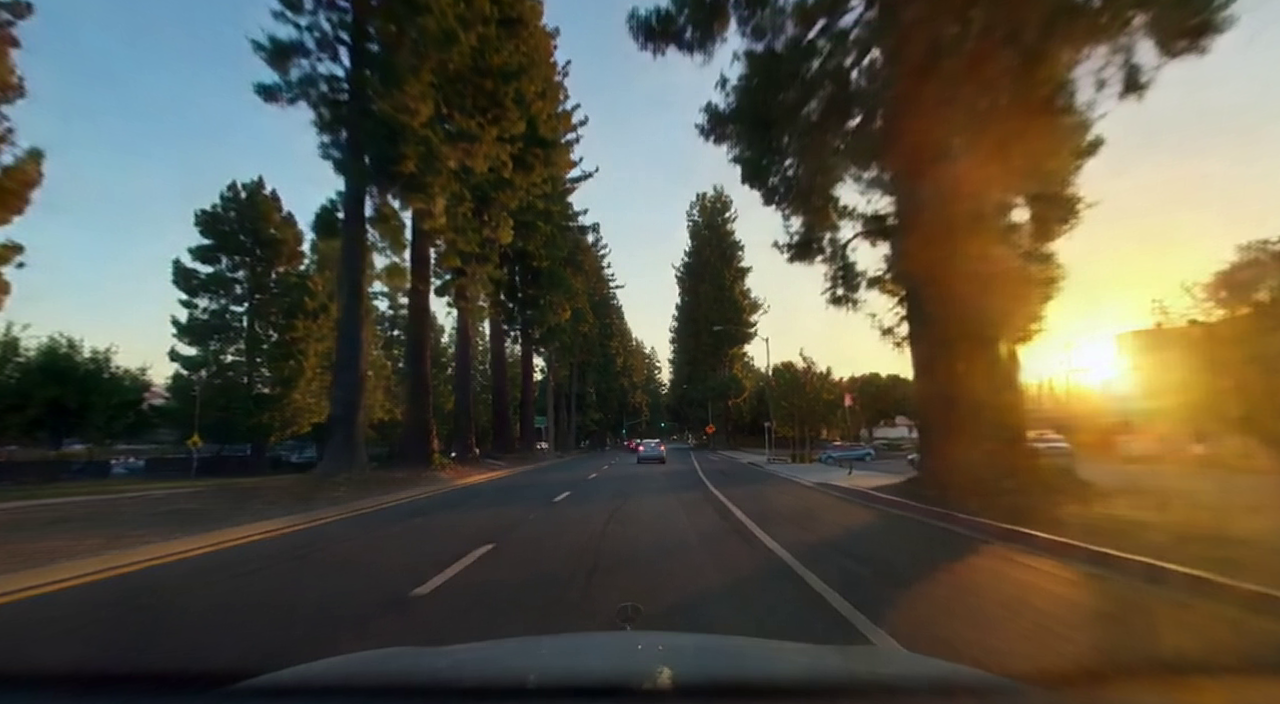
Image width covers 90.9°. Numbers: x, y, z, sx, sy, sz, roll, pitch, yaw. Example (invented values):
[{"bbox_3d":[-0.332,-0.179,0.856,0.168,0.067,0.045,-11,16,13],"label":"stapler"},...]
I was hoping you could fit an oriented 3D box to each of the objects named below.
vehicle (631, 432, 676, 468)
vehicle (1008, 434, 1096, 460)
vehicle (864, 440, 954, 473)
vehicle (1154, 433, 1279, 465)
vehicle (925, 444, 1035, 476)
[{"bbox_3d":[0.667,4.977,31.965,2.135,1.691,3.884,0,-9,1],"label":"vehicle"},{"bbox_3d":[28.765,6.669,44.131,4.688,1.748,2.099,0,-9,-2],"label":"vehicle"},{"bbox_3d":[15.903,6.148,37.357,4.413,1.471,1.823,-5,-7,0],"label":"vehicle"},{"bbox_3d":[28.803,4.831,31.411,4.576,1.490,1.896,0,-9,1],"label":"vehicle"},{"bbox_3d":[15.522,4.938,28.911,3.913,1.384,1.893,0,-9,1],"label":"vehicle"}]
